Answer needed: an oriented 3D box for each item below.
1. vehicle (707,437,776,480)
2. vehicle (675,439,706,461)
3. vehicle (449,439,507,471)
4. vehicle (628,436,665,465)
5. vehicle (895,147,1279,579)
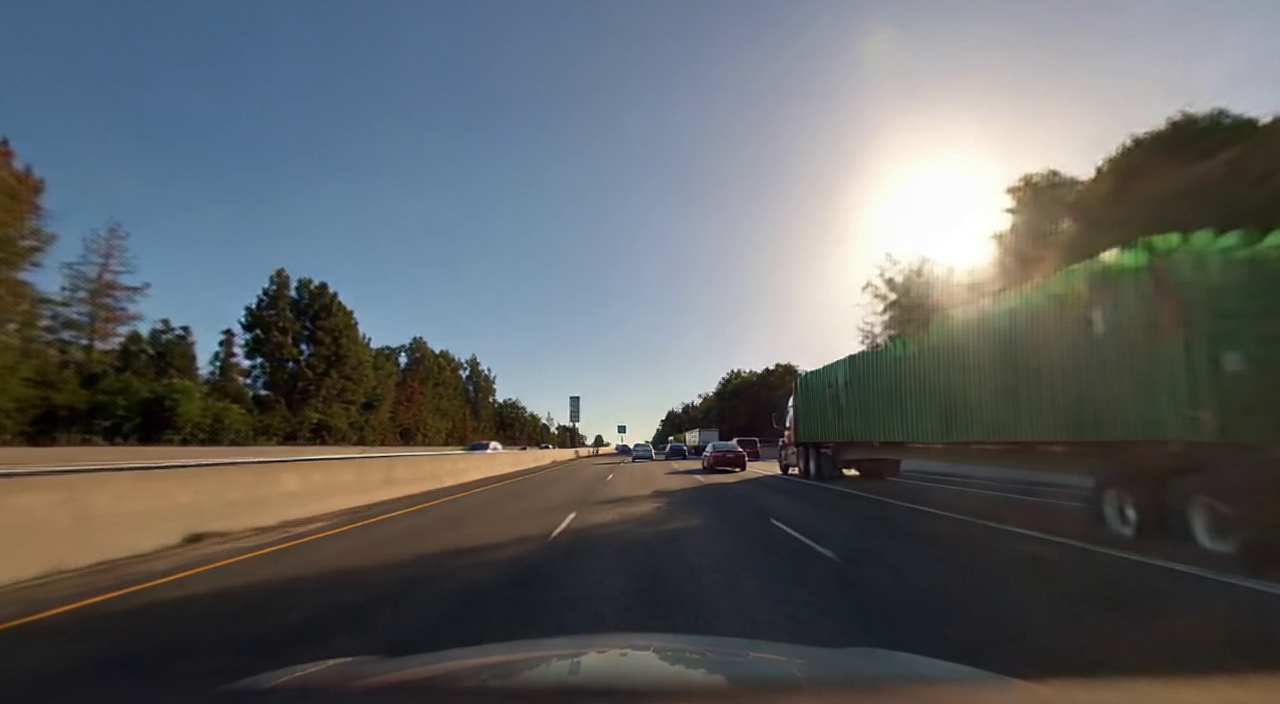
[{"bbox_3d":[3.851,4.135,24.639,1.888,1.501,4.608,0,-8,0],"label":"vehicle"},{"bbox_3d":[3.932,7.755,49.727,2.084,1.668,4.511,0,-8,0],"label":"vehicle"},{"bbox_3d":[-9.618,6.112,37.605,2.121,1.775,4.656,0,-8,2],"label":"vehicle"},{"bbox_3d":[0.431,6.418,41.056,2.313,1.736,4.215,0,-8,1],"label":"vehicle"},{"bbox_3d":[7.406,0.696,9.952,2.784,4.002,9.298,0,-8,0],"label":"vehicle"}]
